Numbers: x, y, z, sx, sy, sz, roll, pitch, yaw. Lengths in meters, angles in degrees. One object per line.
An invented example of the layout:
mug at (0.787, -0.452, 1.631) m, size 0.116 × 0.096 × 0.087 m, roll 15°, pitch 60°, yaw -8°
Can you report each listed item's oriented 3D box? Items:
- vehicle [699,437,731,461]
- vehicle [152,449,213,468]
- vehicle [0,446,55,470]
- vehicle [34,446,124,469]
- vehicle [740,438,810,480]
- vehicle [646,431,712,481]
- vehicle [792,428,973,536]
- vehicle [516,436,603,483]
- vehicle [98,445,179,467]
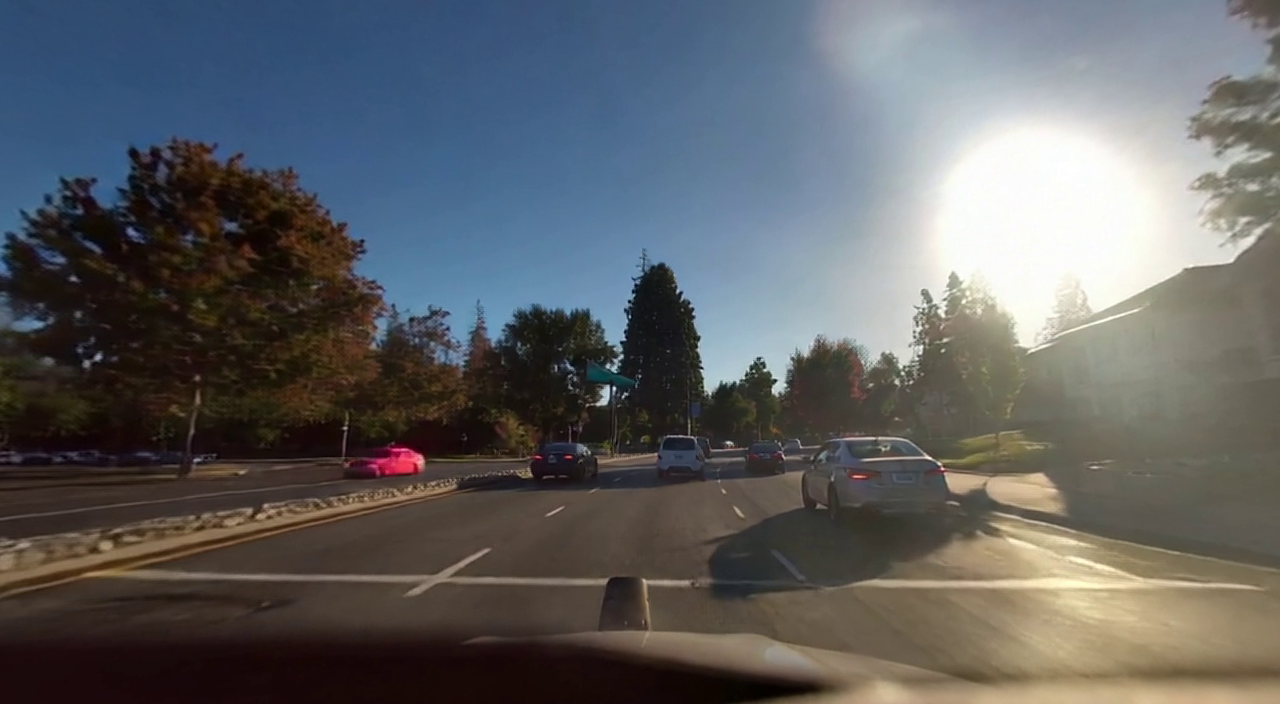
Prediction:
vehicle at (5.459, 7.026, 45.569) m, size 1.798 × 1.660 × 3.946 m, roll -2°, pitch -9°, yaw 13°
vehicle at (-34.587, 8.038, 47.681) m, size 3.413 × 1.370 × 1.645 m, roll -1°, pitch -9°, yaw 3°
vehicle at (-39.791, 6.688, 39.796) m, size 3.614 × 1.399 × 2.065 m, roll 0°, pitch -8°, yaw 3°
vehicle at (-37.612, 7.061, 42.323) m, size 4.194 × 1.493 × 1.992 m, roll 0°, pitch -9°, yaw 2°
vehicle at (5.108, 4.099, 24.371) m, size 2.117 × 1.472 × 4.158 m, roll -1°, pitch -9°, yaw 5°
vehicle at (1.647, 4.128, 25.229) m, size 2.250 × 1.768 × 4.574 m, roll -1°, pitch -9°, yaw 8°
vehicle at (3.935, 2.146, 10.910) m, size 1.859 × 1.540 × 3.454 m, roll 0°, pitch -9°, yaw 2°
vehicle at (-2.708, 3.764, 22.367) m, size 2.006 × 1.464 × 4.586 m, roll -1°, pitch -9°, yaw 7°
vehicle at (-35.743, 7.421, 44.995) m, size 4.101 × 1.535 × 2.002 m, roll 0°, pitch -8°, yaw 4°
